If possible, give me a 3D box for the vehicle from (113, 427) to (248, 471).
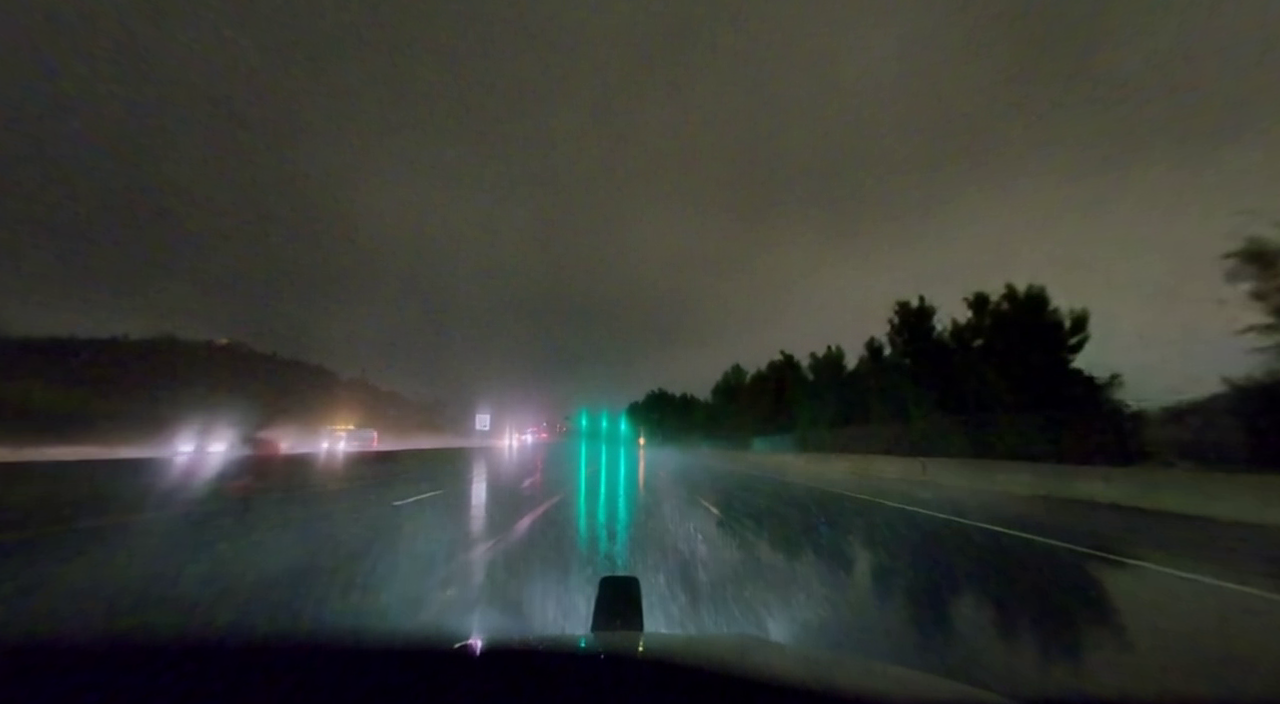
[{"bbox_3d":[-18.970,4.025,26.444,2.050,1.659,4.933,0,-8,-2],"label":"vehicle"}]
